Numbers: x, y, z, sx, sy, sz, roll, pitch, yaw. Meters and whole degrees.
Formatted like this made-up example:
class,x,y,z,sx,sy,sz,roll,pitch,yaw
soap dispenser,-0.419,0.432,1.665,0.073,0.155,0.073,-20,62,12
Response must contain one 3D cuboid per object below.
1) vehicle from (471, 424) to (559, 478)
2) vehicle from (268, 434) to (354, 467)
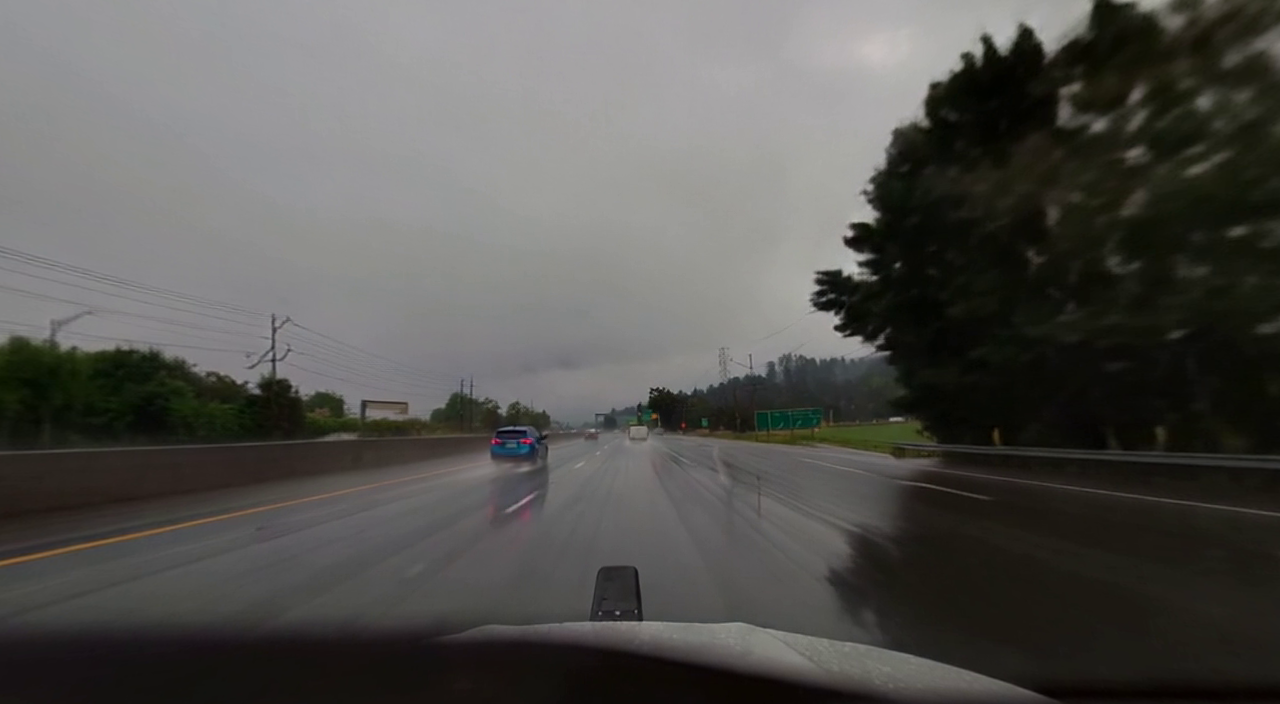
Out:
class,x,y,z,sx,sy,sz,roll,pitch,yaw
vehicle,-3.958,3.203,20.733,2.023,1.580,4.259,0,-8,0
vehicle,-16.449,4.919,31.708,1.892,1.530,4.482,0,-8,0
